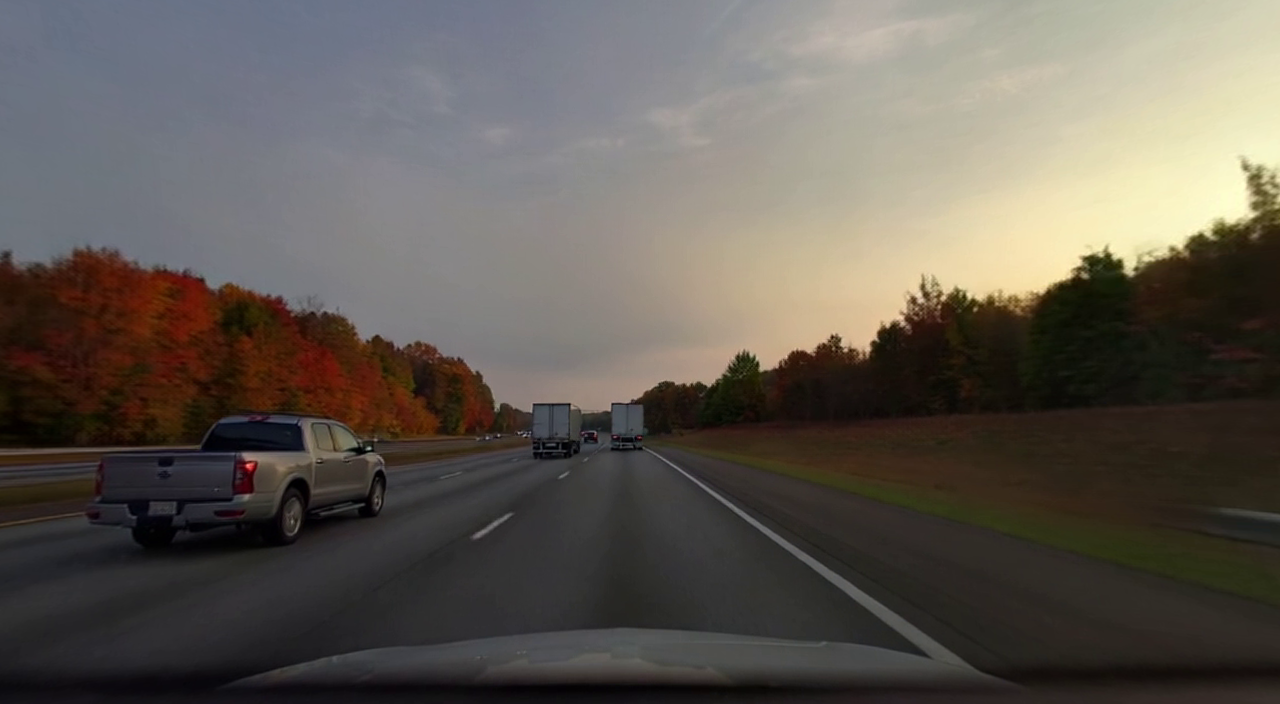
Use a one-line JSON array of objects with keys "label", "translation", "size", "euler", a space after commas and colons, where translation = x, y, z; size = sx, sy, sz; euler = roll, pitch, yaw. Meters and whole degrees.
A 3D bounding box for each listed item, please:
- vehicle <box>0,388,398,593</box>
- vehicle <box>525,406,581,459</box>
[{"label": "vehicle", "translation": [-4.785, 1.437, 7.471], "size": [2.089, 1.669, 4.515], "euler": [0, -8, -1]}, {"label": "vehicle", "translation": [-4.773, 4.570, 35.478], "size": [2.383, 2.726, 5.677], "euler": [0, -8, -1]}]
